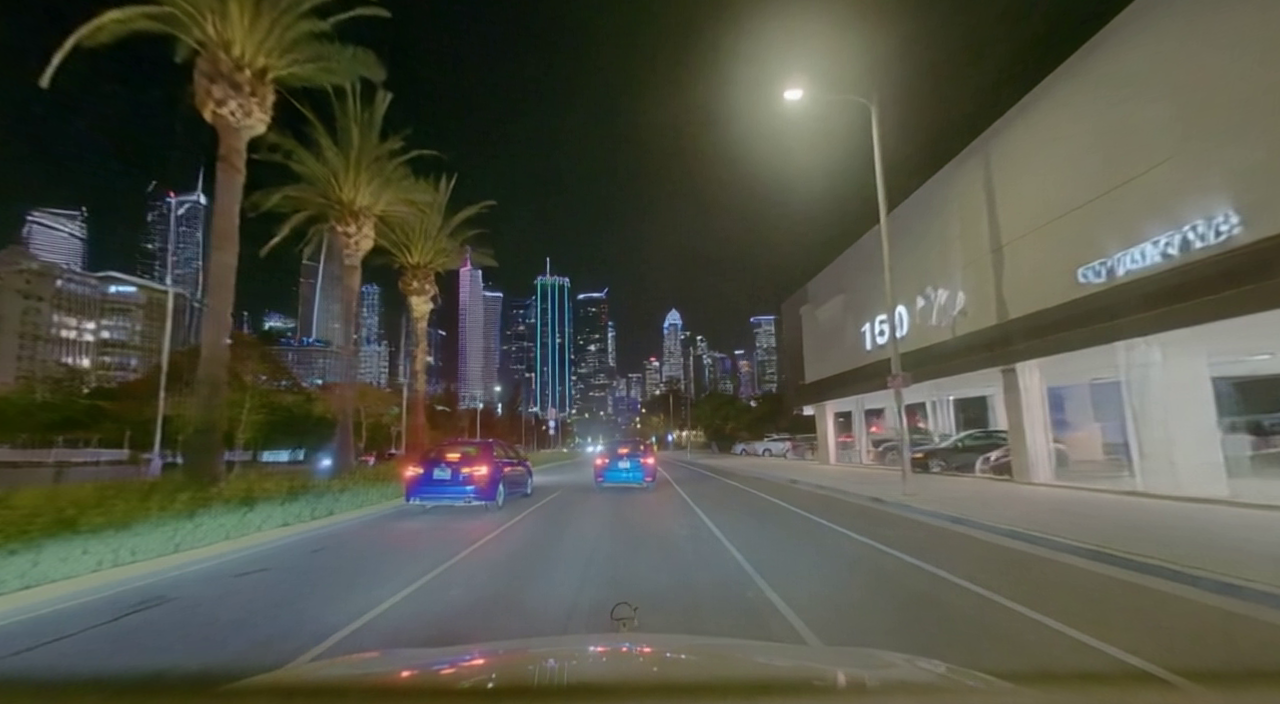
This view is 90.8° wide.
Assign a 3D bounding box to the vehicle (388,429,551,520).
[{"bbox_3d":[-3.224,2.415,13.005,2.071,1.544,4.383,0,-8,1],"label":"vehicle"}]

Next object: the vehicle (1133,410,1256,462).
[{"bbox_3d":[23.722,3.686,27.359,2.288,1.984,5.526,-4,-9,24],"label":"vehicle"}]

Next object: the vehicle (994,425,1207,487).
[{"bbox_3d":[13.290,3.021,18.442,4.749,1.522,1.905,-1,-9,-3],"label":"vehicle"}]

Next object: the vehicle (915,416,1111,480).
[{"bbox_3d":[12.509,3.249,21.471,5.188,1.805,2.228,-2,-8,-3],"label":"vehicle"}]

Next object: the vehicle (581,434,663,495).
[{"bbox_3d":[-0.460,3.033,17.392,2.004,1.465,3.713,0,-8,0],"label":"vehicle"}]

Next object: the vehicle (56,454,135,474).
[{"bbox_3d":[-42.445,8.717,49.265,4.309,1.484,1.884,0,-8,-2],"label":"vehicle"}]
